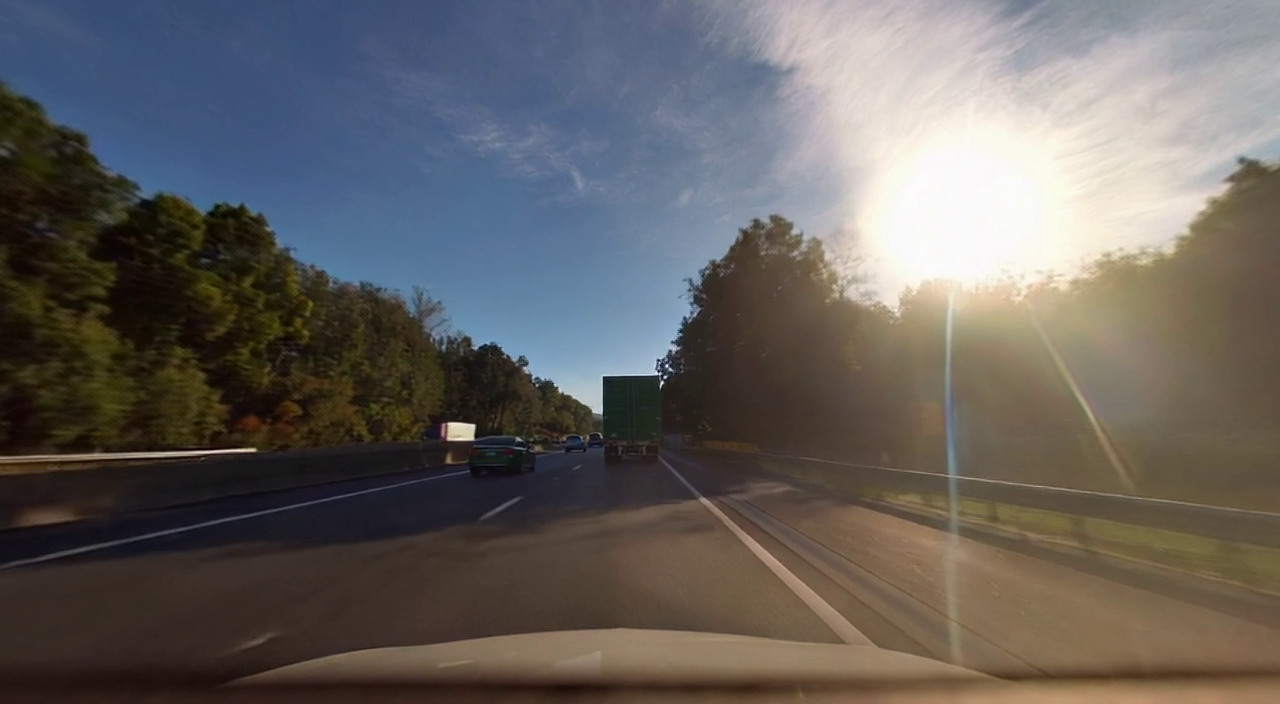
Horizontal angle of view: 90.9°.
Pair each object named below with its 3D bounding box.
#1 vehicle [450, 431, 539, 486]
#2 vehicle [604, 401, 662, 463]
[{"bbox_3d":[-4.435,3.289,19.826,1.909,1.520,3.897,0,-8,0],"label":"vehicle"},{"bbox_3d":[-0.272,3.283,25.964,2.319,2.461,1.270,0,-8,0],"label":"vehicle"}]
